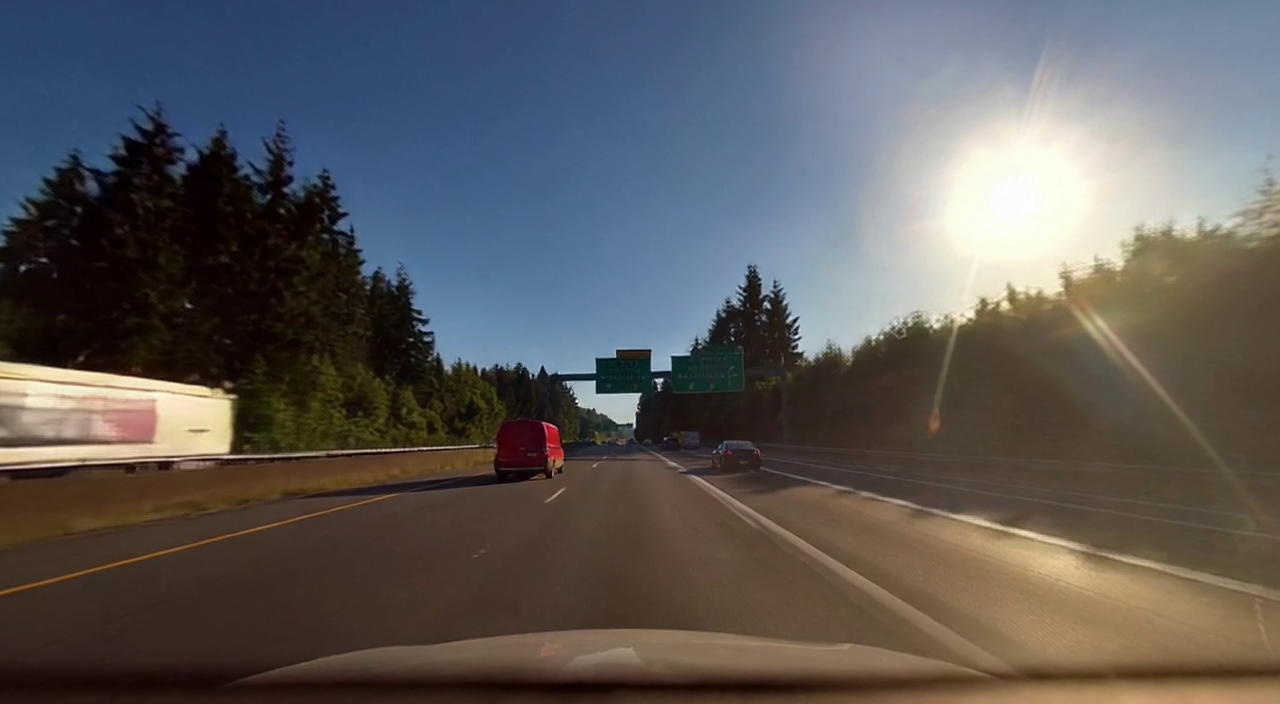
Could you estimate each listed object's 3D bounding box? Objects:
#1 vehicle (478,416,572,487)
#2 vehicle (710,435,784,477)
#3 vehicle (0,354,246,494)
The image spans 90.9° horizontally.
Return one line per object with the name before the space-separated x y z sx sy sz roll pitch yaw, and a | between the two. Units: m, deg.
vehicle | -3.619 3.224 20.907 2.275 2.053 5.082 0 -8 -2
vehicle | 3.963 3.898 23.963 2.020 1.464 3.803 0 -8 -2
vehicle | -20.128 2.691 22.694 2.875 4.040 14.321 0 -8 -1
